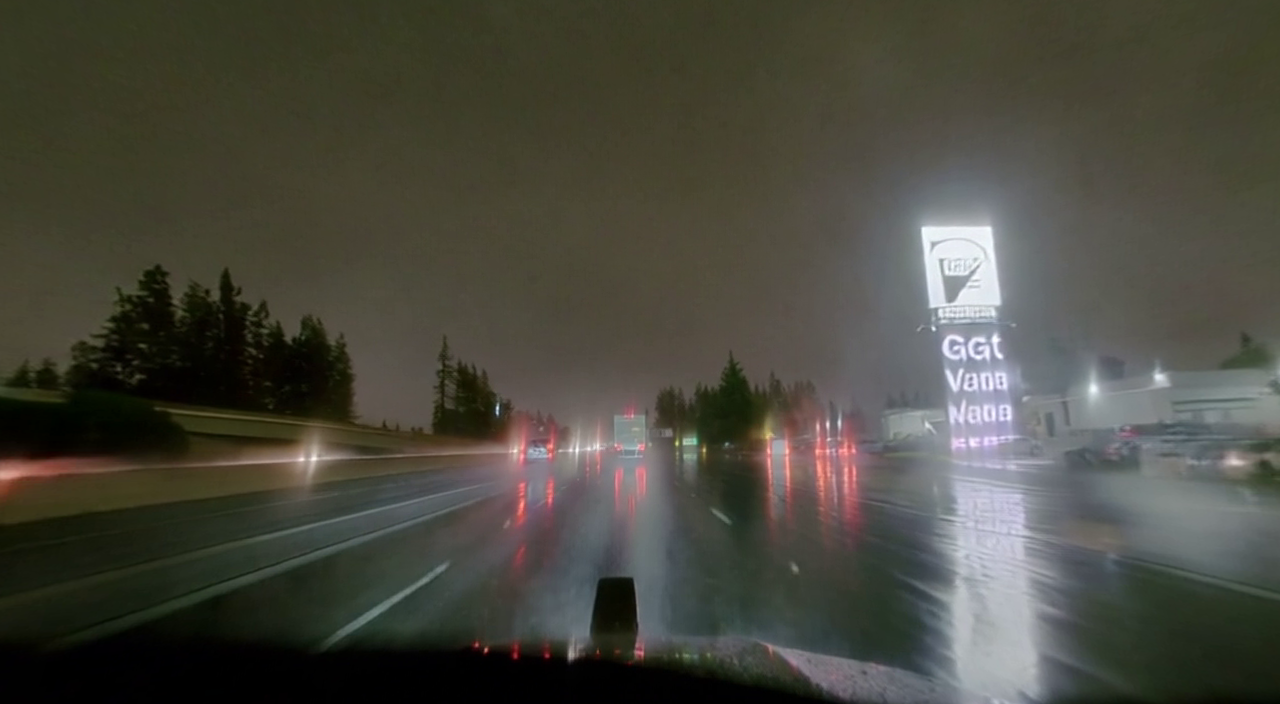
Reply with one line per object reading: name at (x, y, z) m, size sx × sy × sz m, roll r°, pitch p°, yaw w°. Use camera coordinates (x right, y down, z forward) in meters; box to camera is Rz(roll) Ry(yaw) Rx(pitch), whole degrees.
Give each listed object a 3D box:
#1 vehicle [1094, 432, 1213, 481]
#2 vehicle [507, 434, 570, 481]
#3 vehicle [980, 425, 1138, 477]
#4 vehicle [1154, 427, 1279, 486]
vehicle at (30.505, 6.172, 37.579) m, size 5.652 × 2.685 × 2.596 m, roll 2°, pitch -9°, yaw -18°
vehicle at (-4.474, 4.712, 28.540) m, size 2.095 × 1.930 × 4.680 m, roll 0°, pitch -8°, yaw 0°
vehicle at (29.479, 7.024, 45.299) m, size 3.185 × 3.246 × 9.903 m, roll 1°, pitch -8°, yaw -11°
vehicle at (31.730, 5.623, 34.484) m, size 6.081 × 2.952 × 2.754 m, roll 3°, pitch -8°, yaw -21°
